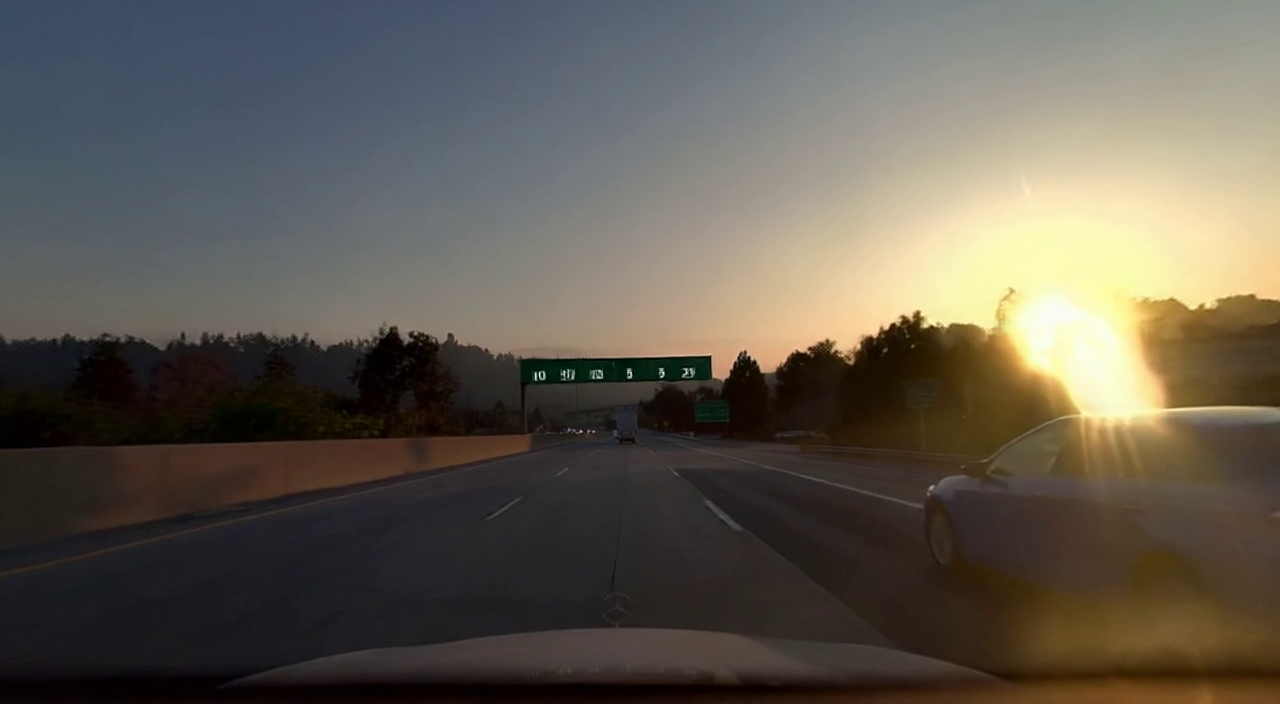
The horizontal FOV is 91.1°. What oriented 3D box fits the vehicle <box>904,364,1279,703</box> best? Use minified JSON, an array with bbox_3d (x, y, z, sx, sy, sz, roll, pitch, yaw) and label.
[{"bbox_3d":[3.442,1.011,3.723,1.973,1.563,3.959,0,-8,-1],"label":"vehicle"}]
